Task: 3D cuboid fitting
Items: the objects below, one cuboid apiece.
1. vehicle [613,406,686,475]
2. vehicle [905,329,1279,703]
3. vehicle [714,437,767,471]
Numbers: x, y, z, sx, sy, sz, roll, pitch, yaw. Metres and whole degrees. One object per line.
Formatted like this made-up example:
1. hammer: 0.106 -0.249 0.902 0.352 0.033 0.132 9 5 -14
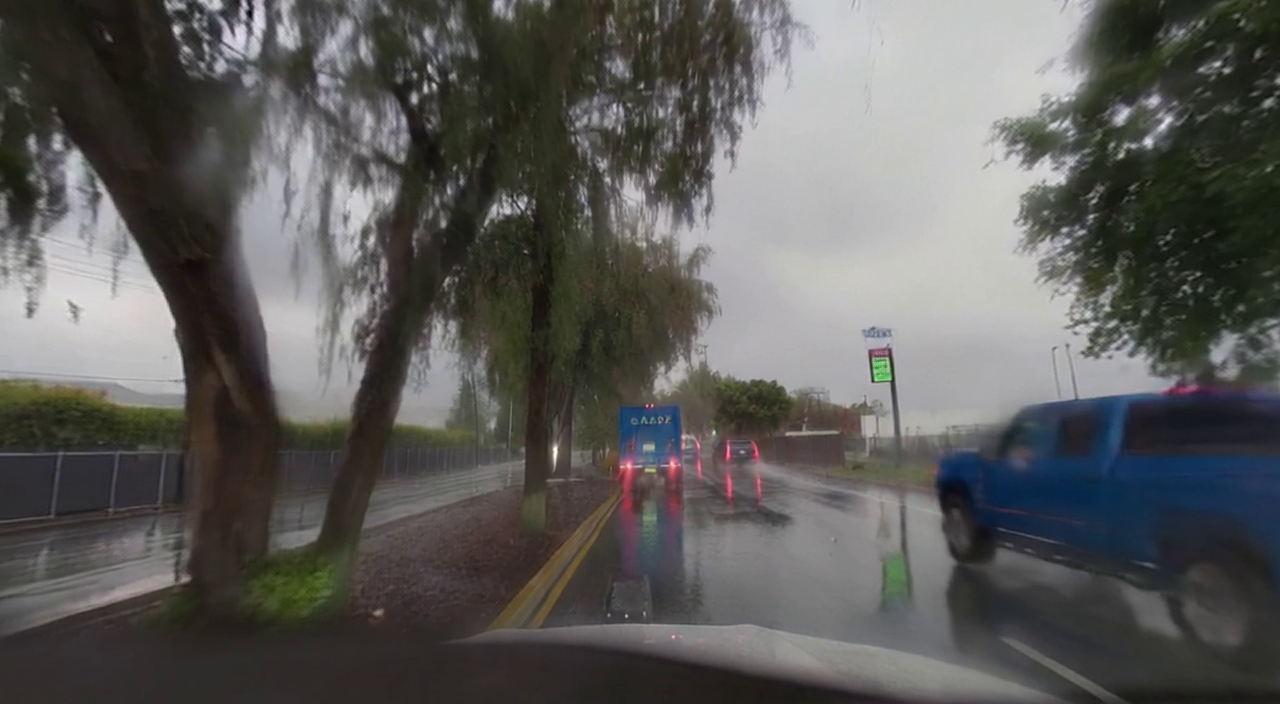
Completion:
1. vehicle: 0.531 4.376 31.024 3.197 2.963 7.055 0 -8 2
2. vehicle: 4.239 1.087 4.682 2.375 1.857 5.100 0 -8 1
3. vehicle: 5.324 5.461 33.944 2.076 1.661 4.524 0 -8 0
